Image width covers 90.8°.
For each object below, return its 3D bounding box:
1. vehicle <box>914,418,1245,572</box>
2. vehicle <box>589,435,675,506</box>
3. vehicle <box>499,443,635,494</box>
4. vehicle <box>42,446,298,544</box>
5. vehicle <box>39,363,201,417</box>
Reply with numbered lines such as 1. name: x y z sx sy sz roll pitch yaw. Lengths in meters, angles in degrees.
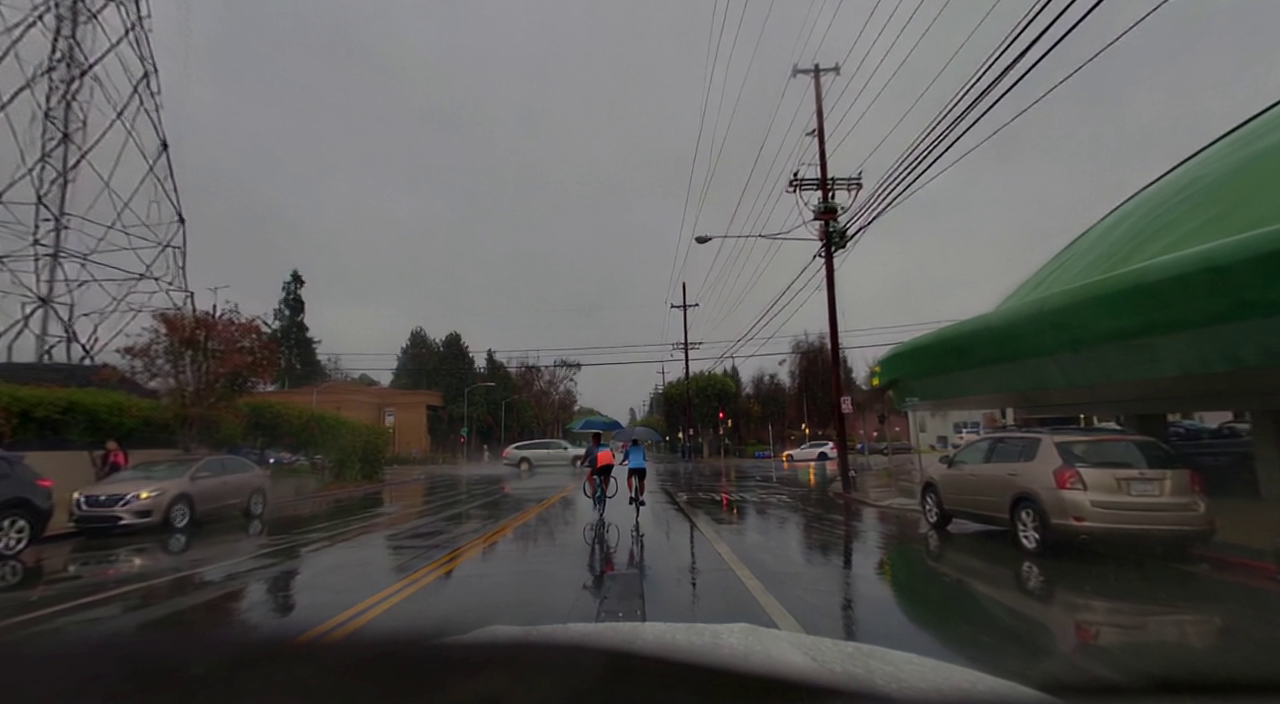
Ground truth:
1. vehicle: 5.829 1.902 9.164 1.873 1.714 3.979 0 -8 0
2. vehicle: -0.171 3.321 18.174 2.190 1.783 4.048 0 -8 1
3. vehicle: -2.945 4.592 25.282 4.961 1.832 2.287 3 -9 -21
4. vehicle: -10.240 3.079 14.445 2.075 1.816 4.900 0 -8 0
5. vehicle: -17.107 1.302 20.942 3.685 1.584 1.708 1 -9 -3
